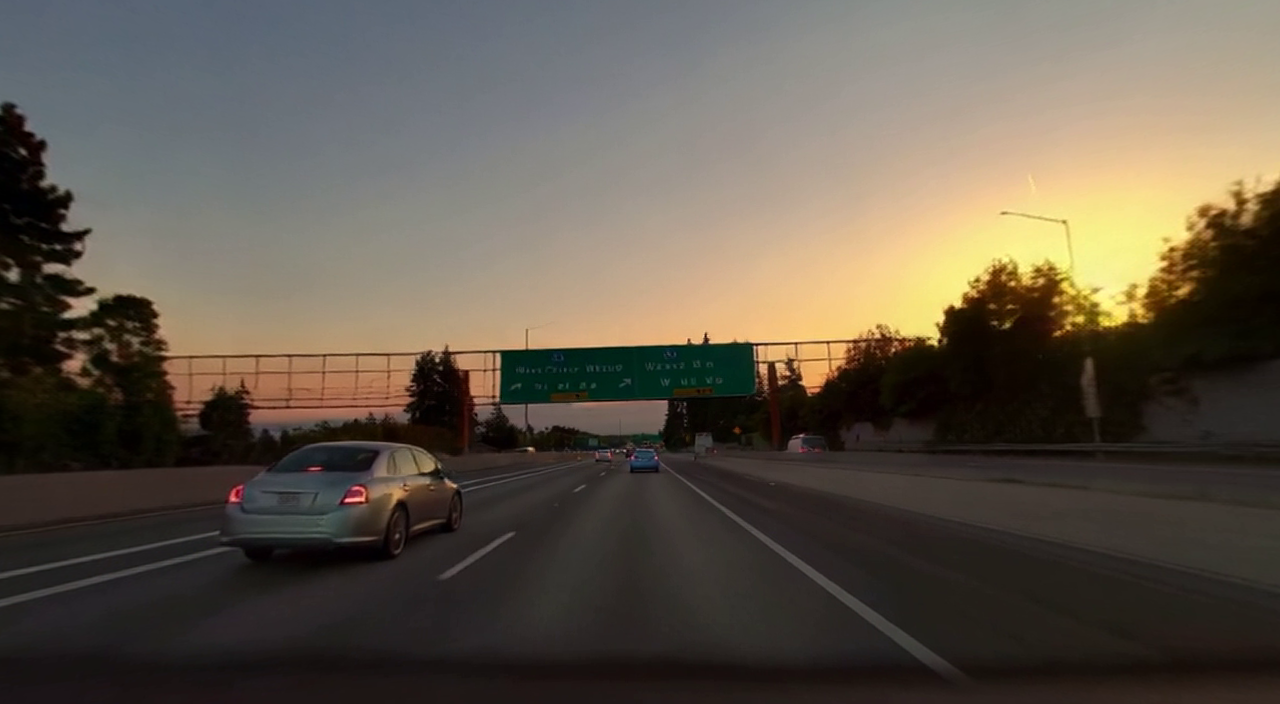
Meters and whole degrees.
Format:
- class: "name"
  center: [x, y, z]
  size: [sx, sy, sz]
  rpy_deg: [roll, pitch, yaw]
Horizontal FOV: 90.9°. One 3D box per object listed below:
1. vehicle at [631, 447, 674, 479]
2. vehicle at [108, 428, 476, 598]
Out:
- class: "vehicle"
  center: [0.574, 5.385, 30.837]
  size: [2.002, 1.449, 3.612]
  rpy_deg: [0, -9, 0]
- class: "vehicle"
  center: [-3.623, 1.752, 7.693]
  size: [2.062, 1.474, 4.151]
  rpy_deg: [0, -9, 1]
